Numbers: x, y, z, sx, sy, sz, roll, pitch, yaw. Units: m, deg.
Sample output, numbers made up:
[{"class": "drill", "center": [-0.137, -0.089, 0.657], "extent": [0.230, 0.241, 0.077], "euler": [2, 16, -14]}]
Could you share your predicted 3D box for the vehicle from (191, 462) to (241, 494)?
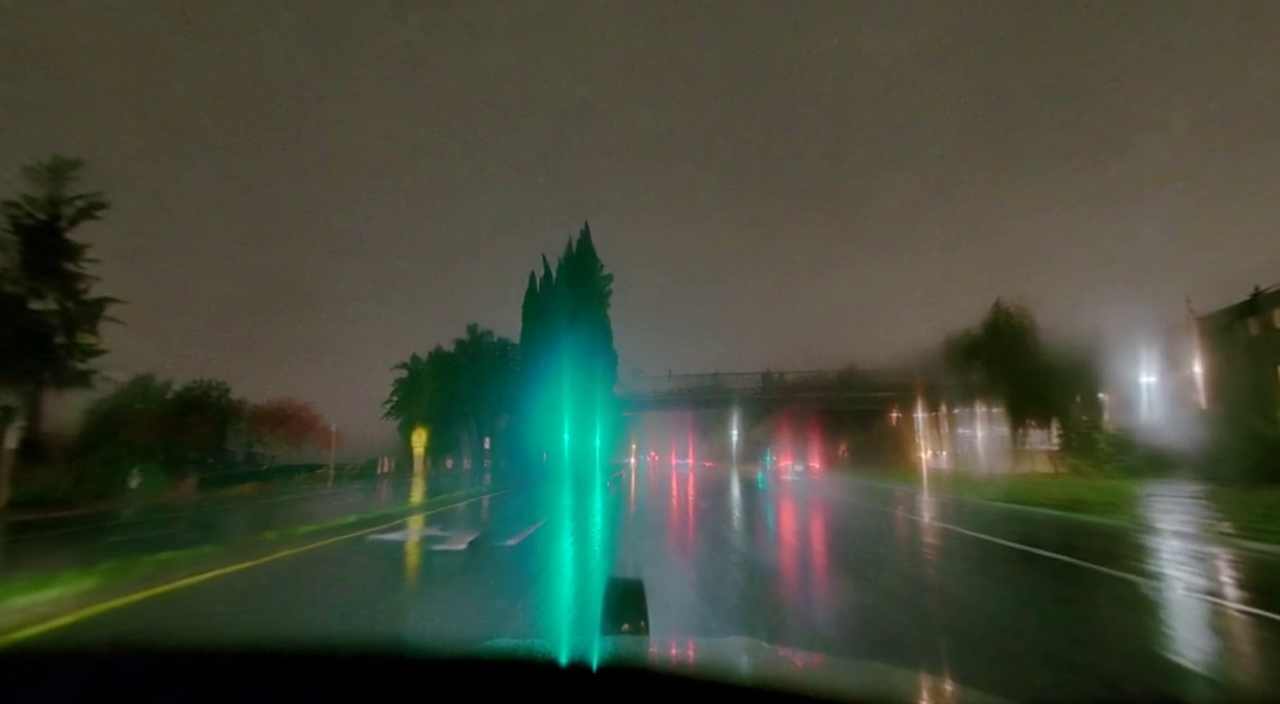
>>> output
[{"class": "vehicle", "center": [-25.640, 7.598, 38.249], "extent": [1.847, 1.698, 4.345], "euler": [4, -10, -26]}]
